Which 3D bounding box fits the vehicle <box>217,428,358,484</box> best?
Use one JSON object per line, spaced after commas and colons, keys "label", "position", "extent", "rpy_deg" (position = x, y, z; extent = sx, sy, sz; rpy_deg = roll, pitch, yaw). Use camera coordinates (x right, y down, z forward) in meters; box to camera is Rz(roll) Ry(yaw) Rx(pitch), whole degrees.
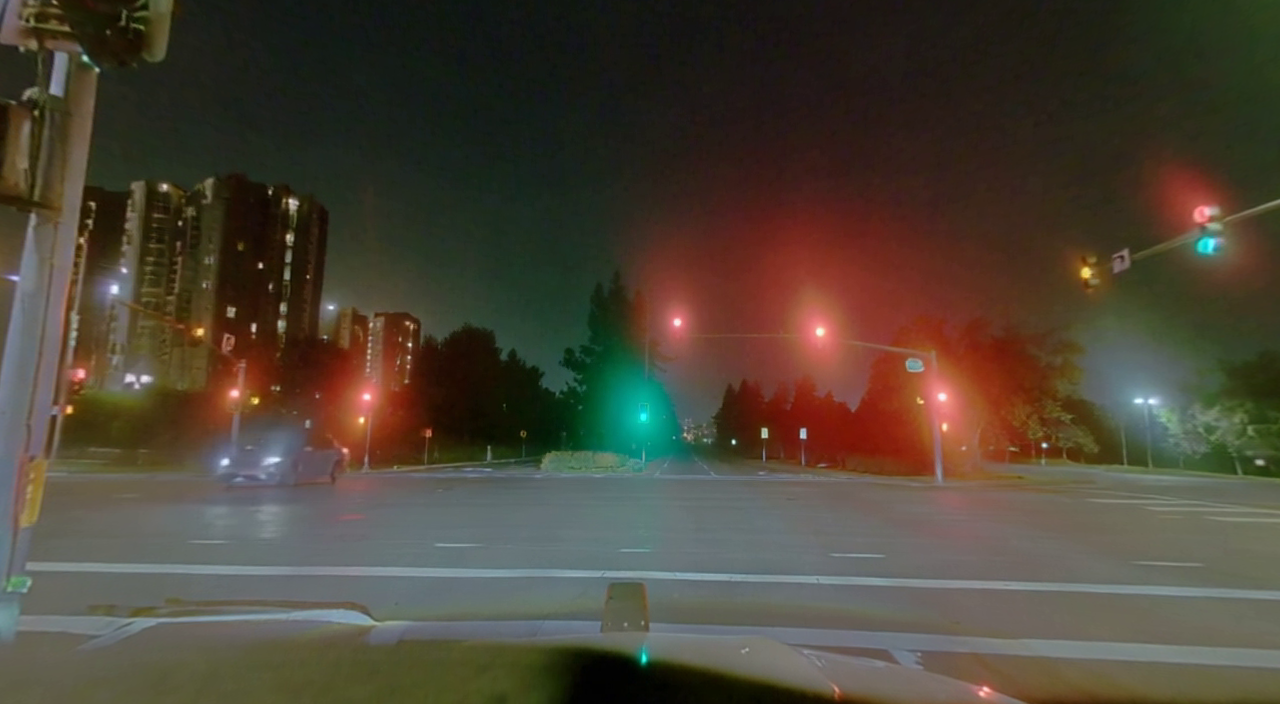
{"label": "vehicle", "position": [-12.700, 3.772, 23.221], "extent": [2.238, 1.827, 5.007], "rpy_deg": [0, -8, 0]}
